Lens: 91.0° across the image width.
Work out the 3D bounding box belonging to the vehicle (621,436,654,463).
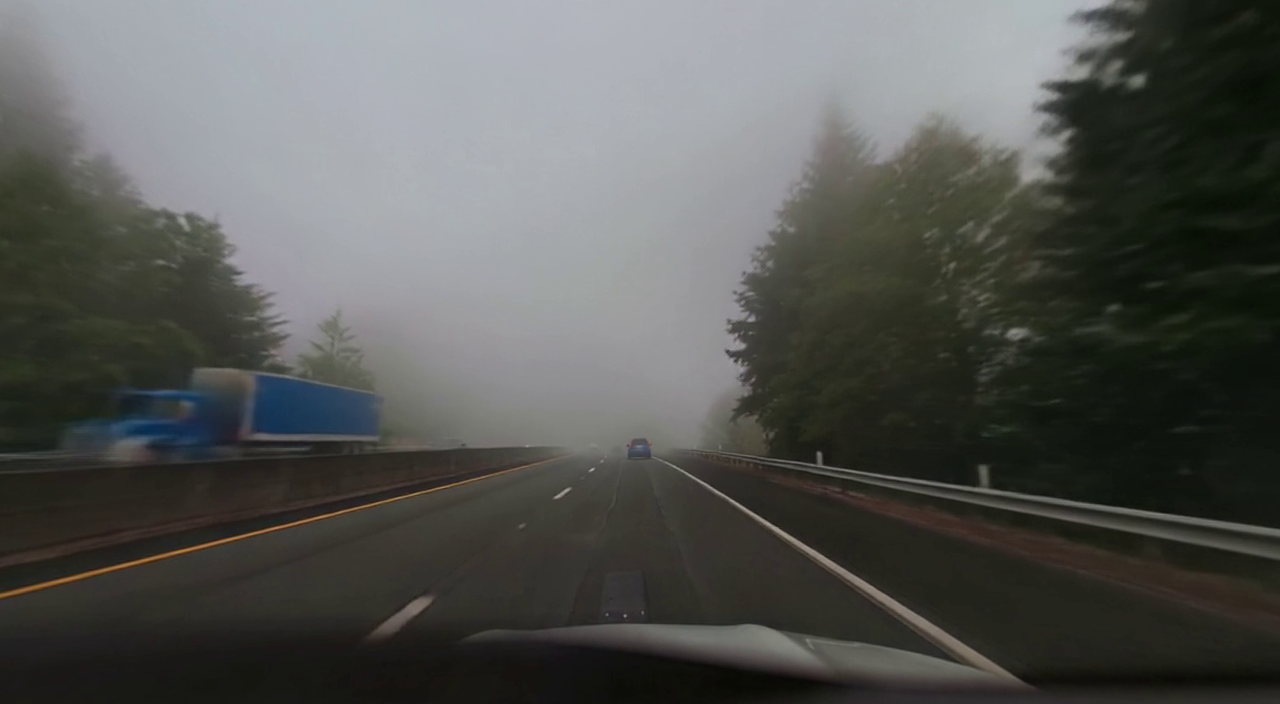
[{"bbox_3d":[-0.231,6.545,42.443,2.079,1.729,4.380,0,-8,-2],"label":"vehicle"}]

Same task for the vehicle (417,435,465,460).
[{"bbox_3d":[-12.817,6.183,40.810,1.817,1.487,4.134,0,-8,-1],"label":"vehicle"}]

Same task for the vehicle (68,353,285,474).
[{"bbox_3d":[-16.966,2.466,23.851,3.116,3.942,6.536,0,-8,-1],"label":"vehicle"}]
